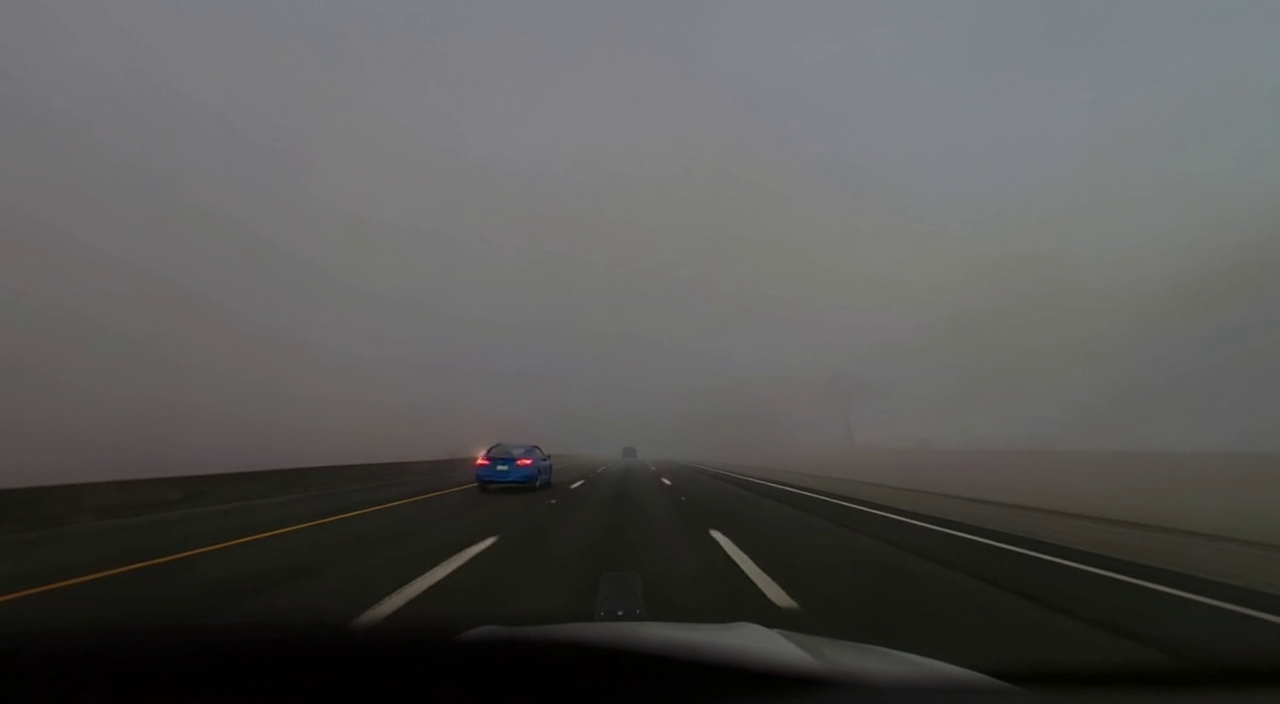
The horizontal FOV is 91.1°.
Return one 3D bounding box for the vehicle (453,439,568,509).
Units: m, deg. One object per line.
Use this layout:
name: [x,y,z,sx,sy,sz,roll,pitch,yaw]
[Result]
vehicle: [-3.254,3.169,16.826,2.069,1.573,4.589,0,-9,1]
